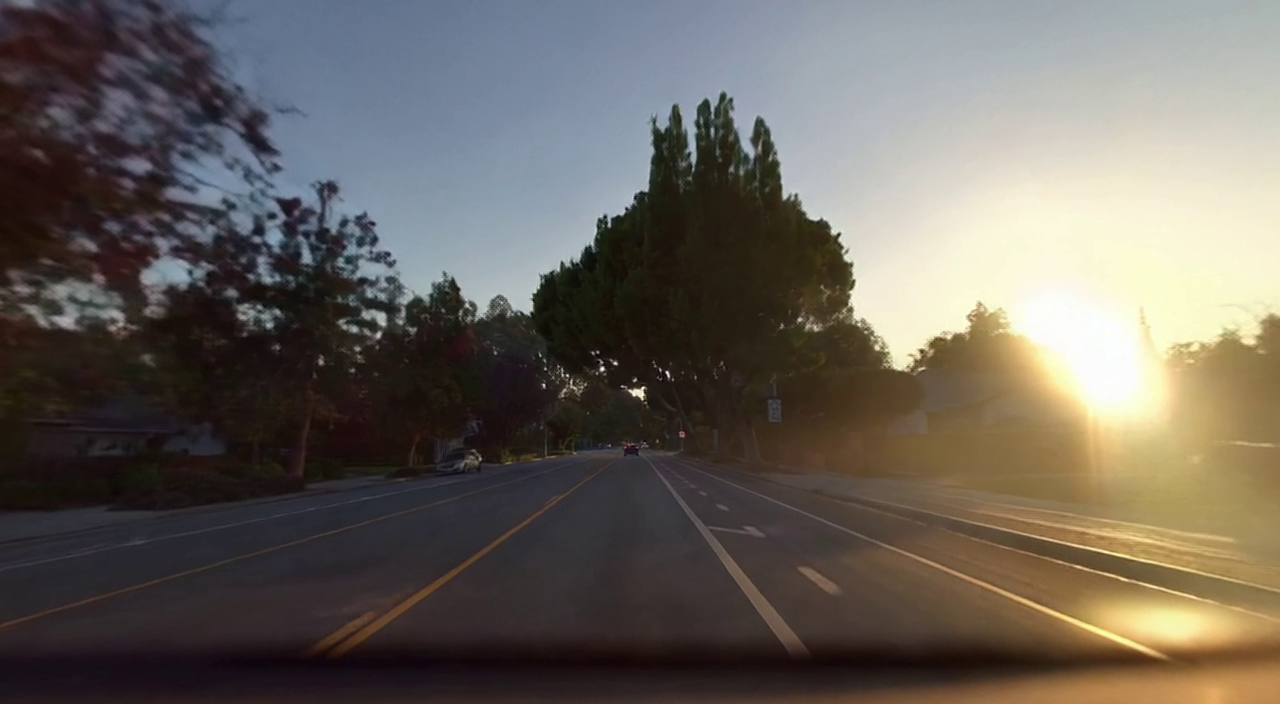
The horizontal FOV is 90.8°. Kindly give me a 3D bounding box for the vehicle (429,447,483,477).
[{"bbox_3d":[-11.833,7.069,40.842,2.047,1.710,4.473,-3,-9,2],"label":"vehicle"}]
